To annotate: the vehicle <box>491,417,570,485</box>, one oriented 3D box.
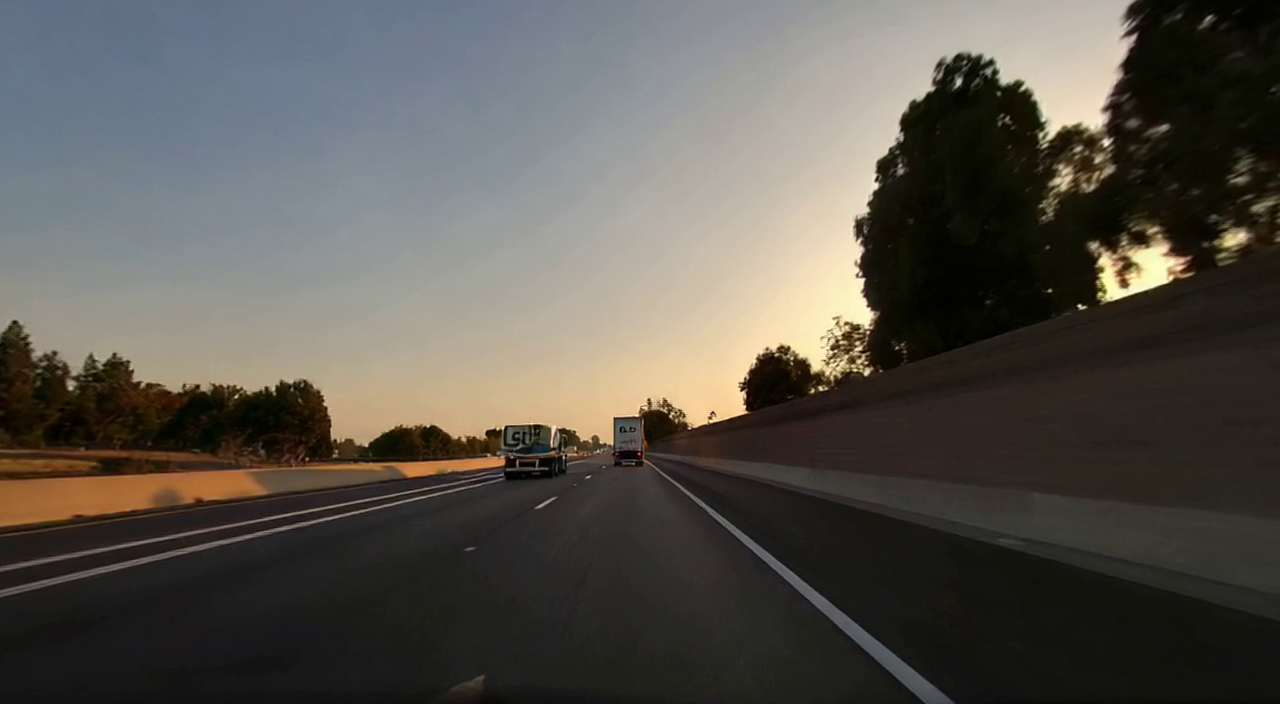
[{"bbox_3d":[-4.757,4.444,28.388,2.529,2.697,5.935,0,-9,0],"label":"vehicle"}]
